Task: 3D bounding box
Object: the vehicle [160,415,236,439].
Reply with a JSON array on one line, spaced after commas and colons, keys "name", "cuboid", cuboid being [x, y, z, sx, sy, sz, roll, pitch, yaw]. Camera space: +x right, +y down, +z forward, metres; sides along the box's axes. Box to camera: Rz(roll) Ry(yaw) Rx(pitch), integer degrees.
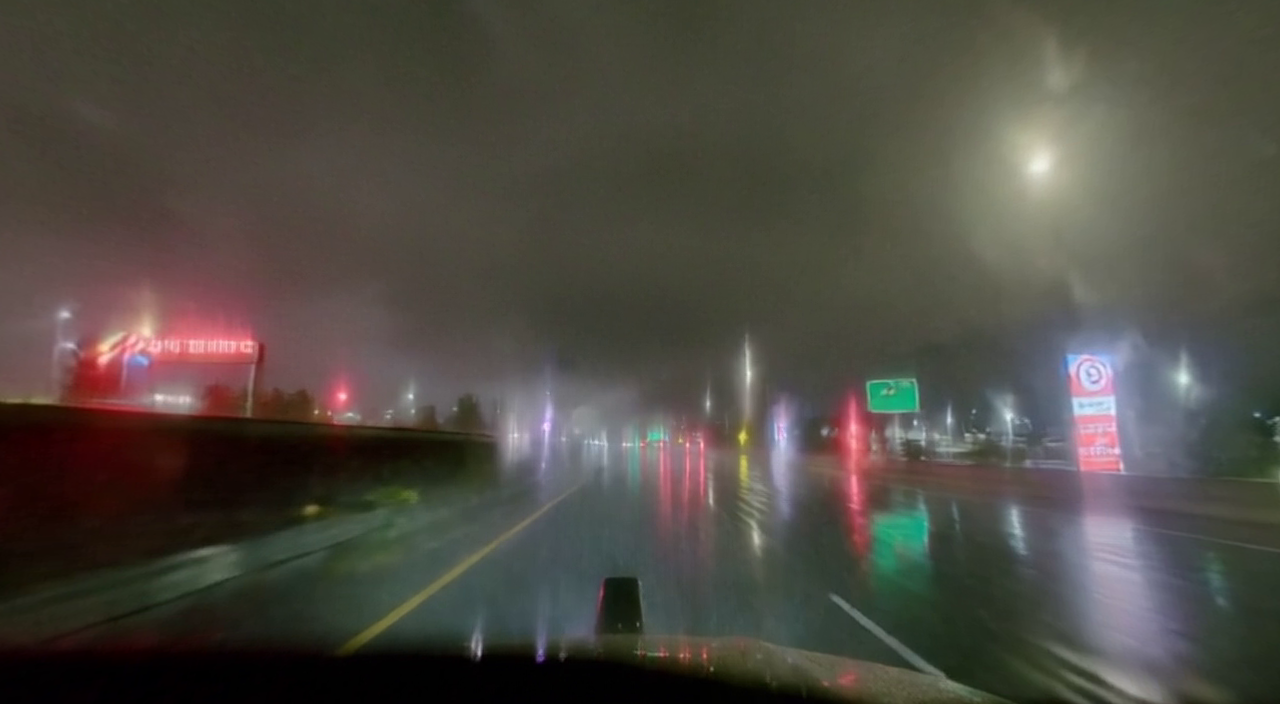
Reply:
[{"name": "vehicle", "cuboid": [-29.406, 5.037, 42.181, 1.942, 1.478, 4.374, 0, -8, 0]}]
